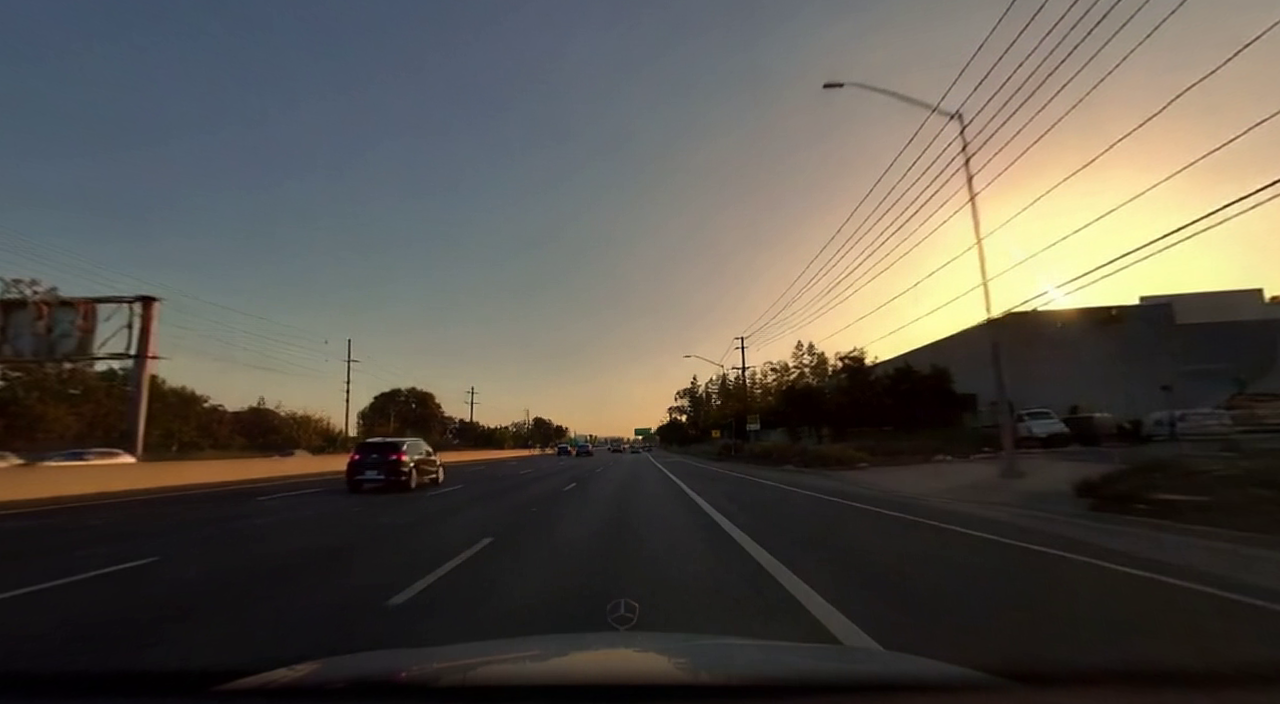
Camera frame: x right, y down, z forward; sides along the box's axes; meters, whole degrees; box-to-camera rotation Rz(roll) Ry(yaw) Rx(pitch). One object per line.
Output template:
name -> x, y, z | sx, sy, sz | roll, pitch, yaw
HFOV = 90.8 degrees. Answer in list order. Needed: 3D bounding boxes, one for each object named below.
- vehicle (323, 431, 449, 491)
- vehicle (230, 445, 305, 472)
vehicle -> -7.694, 3.366, 19.702 | 2.140, 1.626, 4.457 | 1, -9, -1
vehicle -> -21.700, 6.190, 36.983 | 1.813, 1.444, 4.282 | 0, -8, 0
